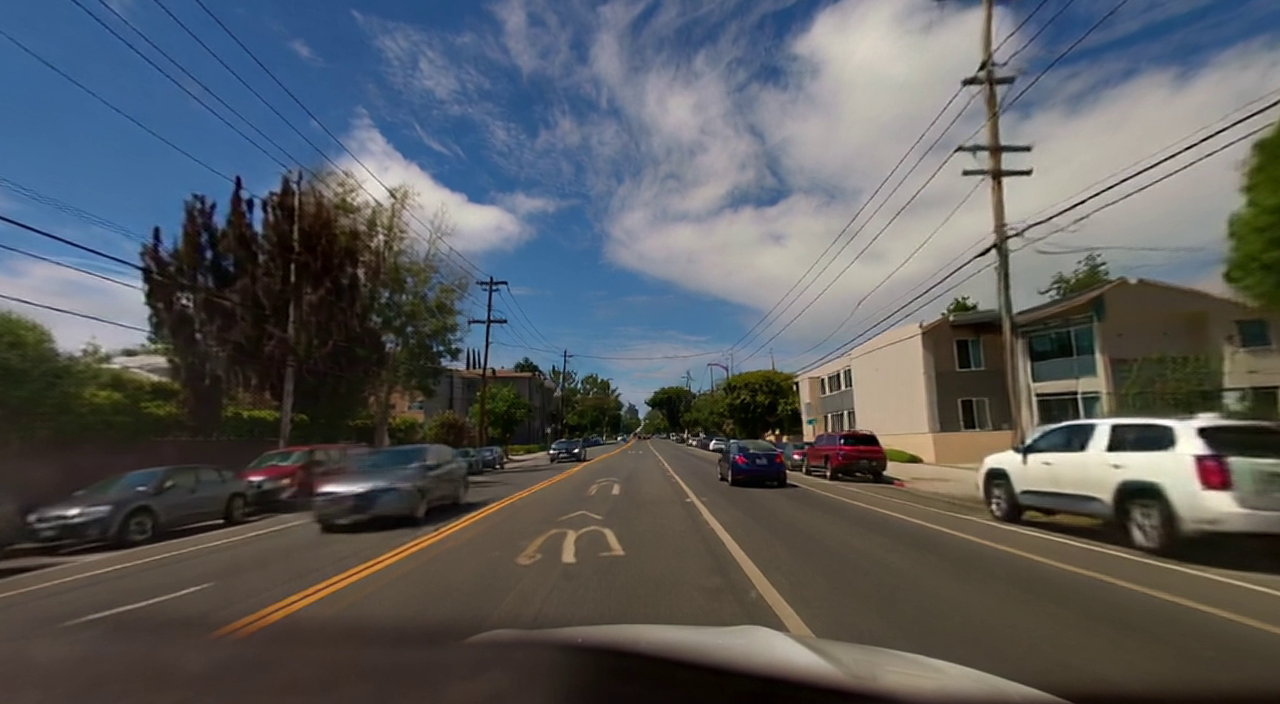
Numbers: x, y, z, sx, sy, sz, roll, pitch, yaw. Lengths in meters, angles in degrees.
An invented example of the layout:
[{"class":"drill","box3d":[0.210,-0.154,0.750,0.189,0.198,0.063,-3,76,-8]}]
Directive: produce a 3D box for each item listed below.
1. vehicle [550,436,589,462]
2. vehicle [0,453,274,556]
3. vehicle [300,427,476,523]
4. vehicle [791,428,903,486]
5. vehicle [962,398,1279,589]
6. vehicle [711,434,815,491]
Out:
[{"class":"vehicle","box3d":[-4.614,6.386,41.827,2.010,1.588,4.186,-1,-8,1]},{"class":"vehicle","box3d":[-9.422,2.781,12.204,1.949,1.502,4.264,-1,-8,3]},{"class":"vehicle","box3d":[-5.212,2.558,13.796,2.050,1.729,4.269,-1,-8,0]},{"class":"vehicle","box3d":[7.714,3.957,24.365,2.250,1.935,6.052,0,-8,0]},{"class":"vehicle","box3d":[7.673,1.918,9.754,2.380,2.030,5.861,-1,-8,1]},{"class":"vehicle","box3d":[3.520,3.247,19.006,2.059,1.489,4.629,0,-8,-2]}]
